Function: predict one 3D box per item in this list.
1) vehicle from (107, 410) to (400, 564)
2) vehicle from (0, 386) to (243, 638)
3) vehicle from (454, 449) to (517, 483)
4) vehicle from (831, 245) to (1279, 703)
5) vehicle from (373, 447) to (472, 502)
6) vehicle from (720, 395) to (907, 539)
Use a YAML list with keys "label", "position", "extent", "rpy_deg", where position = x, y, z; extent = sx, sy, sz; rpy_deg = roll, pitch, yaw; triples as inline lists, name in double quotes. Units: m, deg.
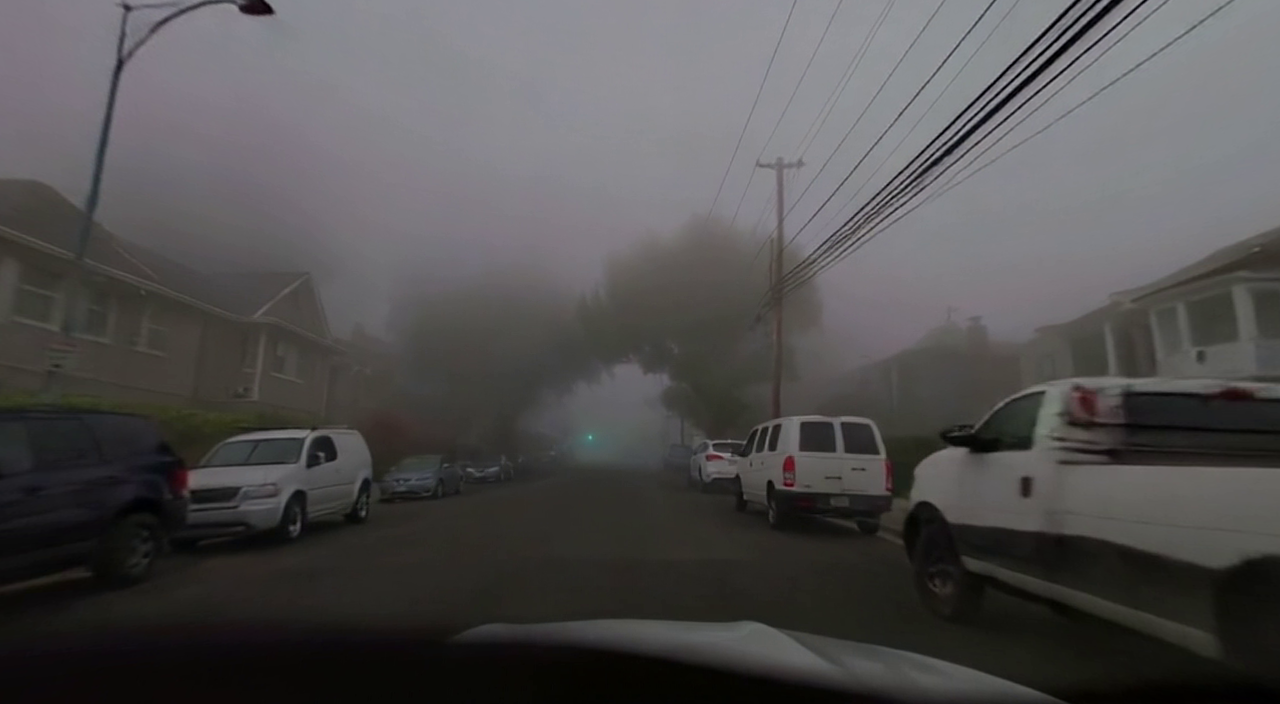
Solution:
- label: "vehicle"
  position: [-5.970, 2.109, 10.754]
  extent: [2.059, 1.969, 4.925]
  rpy_deg: [0, -8, -3]
- label: "vehicle"
  position: [-5.969, 1.324, 5.461]
  extent: [2.034, 1.923, 4.713]
  rpy_deg: [0, -8, -1]
- label: "vehicle"
  position: [-6.911, 5.118, 28.677]
  extent: [1.958, 1.359, 4.357]
  rpy_deg: [0, -8, -3]
- label: "vehicle"
  position: [3.227, 0.913, 3.809]
  extent: [2.237, 2.071, 5.332]
  rpy_deg: [0, -8, -3]
- label: "vehicle"
  position: [-6.646, 3.740, 19.856]
  extent: [1.866, 1.474, 4.753]
  rpy_deg: [1, -8, -6]
- label: "vehicle"
  position: [3.076, 2.168, 12.491]
  extent: [2.295, 2.279, 4.578]
  rpy_deg: [0, -8, -1]
